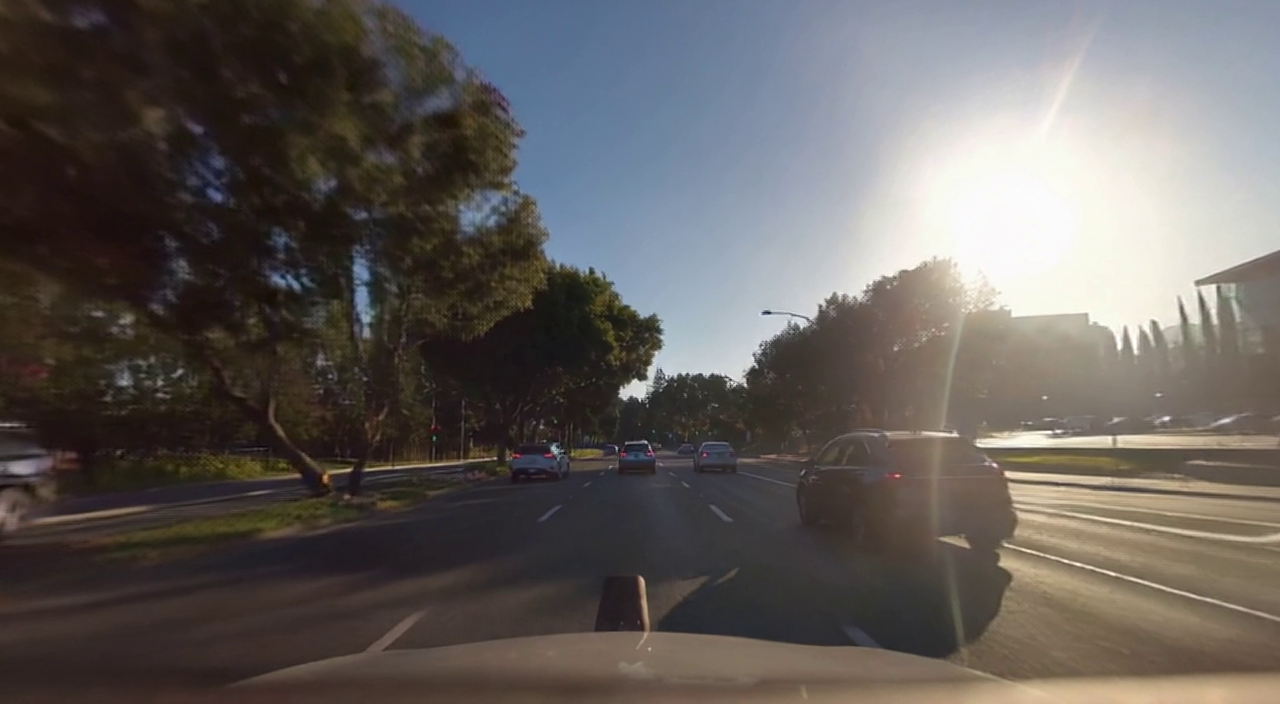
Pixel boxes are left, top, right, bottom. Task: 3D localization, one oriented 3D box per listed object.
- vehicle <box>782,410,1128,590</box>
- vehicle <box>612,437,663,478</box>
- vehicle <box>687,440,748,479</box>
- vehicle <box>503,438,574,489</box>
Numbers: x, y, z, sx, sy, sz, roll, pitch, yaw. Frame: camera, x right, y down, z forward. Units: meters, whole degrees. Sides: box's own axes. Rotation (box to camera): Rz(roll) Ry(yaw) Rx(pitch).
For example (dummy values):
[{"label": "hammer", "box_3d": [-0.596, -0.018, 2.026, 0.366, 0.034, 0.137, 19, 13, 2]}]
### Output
[{"label": "vehicle", "box_3d": [3.467, 1.718, 8.292, 2.069, 1.644, 4.714, 0, -8, 0]}, {"label": "vehicle", "box_3d": [-0.155, 4.750, 28.737, 2.150, 1.725, 4.096, 0, -8, -1]}, {"label": "vehicle", "box_3d": [3.285, 4.676, 27.685, 2.068, 1.541, 4.041, 0, -8, -1]}, {"label": "vehicle", "box_3d": [-3.482, 3.898, 22.373, 1.823, 1.602, 4.061, 0, -8, 0]}]
